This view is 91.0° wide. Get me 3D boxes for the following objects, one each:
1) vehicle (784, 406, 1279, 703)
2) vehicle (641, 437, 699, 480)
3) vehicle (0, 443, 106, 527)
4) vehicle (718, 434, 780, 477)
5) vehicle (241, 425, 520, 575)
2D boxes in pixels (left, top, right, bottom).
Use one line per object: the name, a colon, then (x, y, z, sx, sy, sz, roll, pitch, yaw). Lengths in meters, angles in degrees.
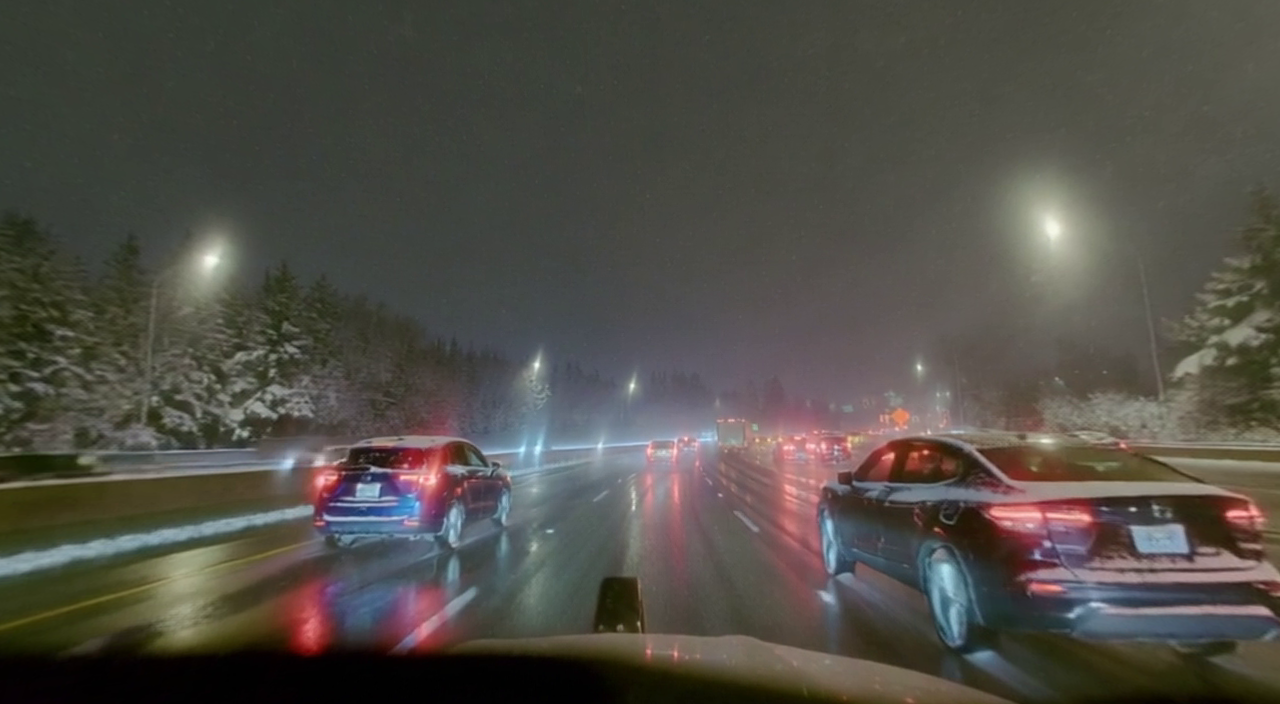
vehicle: (2.681, 1.333, 5.000, 2.009, 1.489, 4.559, 0, -9, 0)
vehicle: (1.260, 4.352, 25.969, 2.201, 1.614, 3.803, -1, -9, 3)
vehicle: (-13.347, 2.551, 12.030, 2.014, 1.590, 4.697, 0, -9, 2)
vehicle: (4.503, 4.364, 26.695, 2.076, 1.684, 4.241, 0, -9, 3)
vehicle: (-3.173, 1.907, 8.930, 1.937, 1.558, 4.469, 0, -9, 1)
